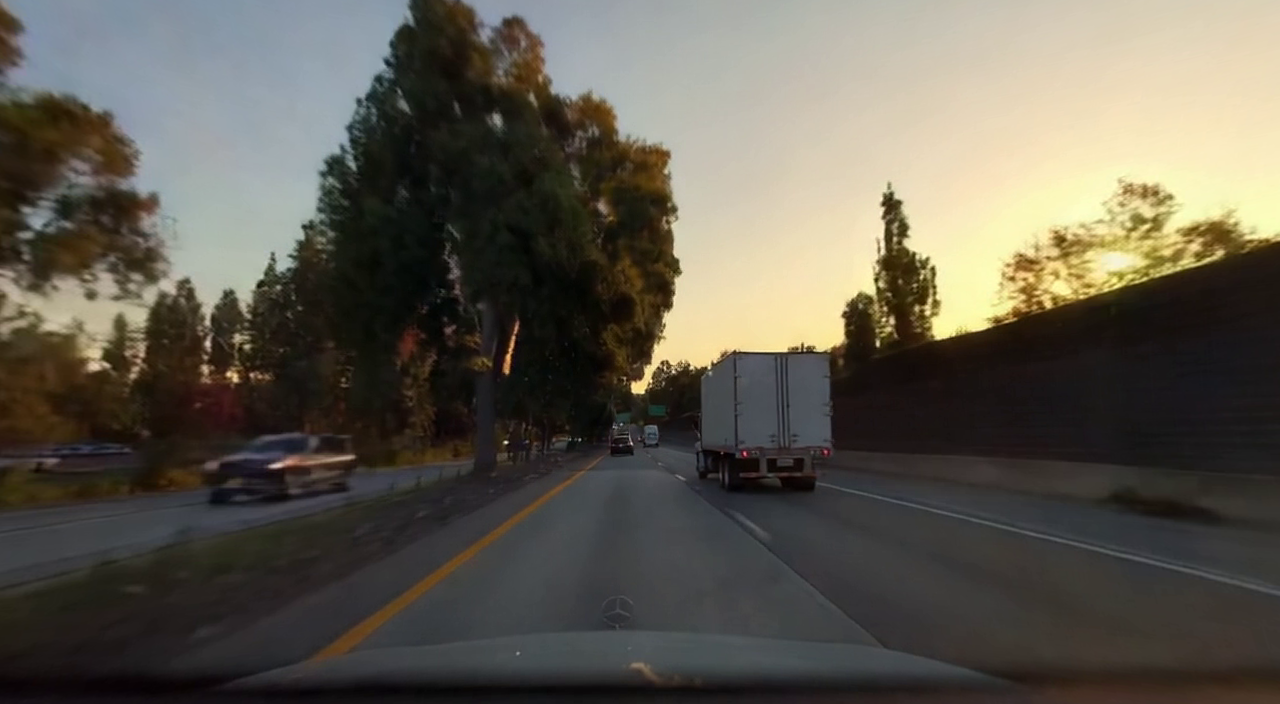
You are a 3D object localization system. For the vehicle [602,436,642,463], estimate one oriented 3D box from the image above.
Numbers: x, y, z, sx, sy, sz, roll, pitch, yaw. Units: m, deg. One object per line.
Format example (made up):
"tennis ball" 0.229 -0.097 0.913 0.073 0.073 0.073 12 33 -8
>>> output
"vehicle" -1.024 5.734 37.244 2.259 1.466 3.693 0 -8 -1

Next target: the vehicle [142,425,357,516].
"vehicle" -8.765 2.655 14.824 2.035 1.768 4.740 0 -8 -1

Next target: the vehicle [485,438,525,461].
"vehicle" -10.163 7.355 47.832 1.990 1.588 4.607 0 -8 0

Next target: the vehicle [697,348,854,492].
"vehicle" 3.695 2.198 19.644 2.921 3.526 8.207 0 -8 -1
